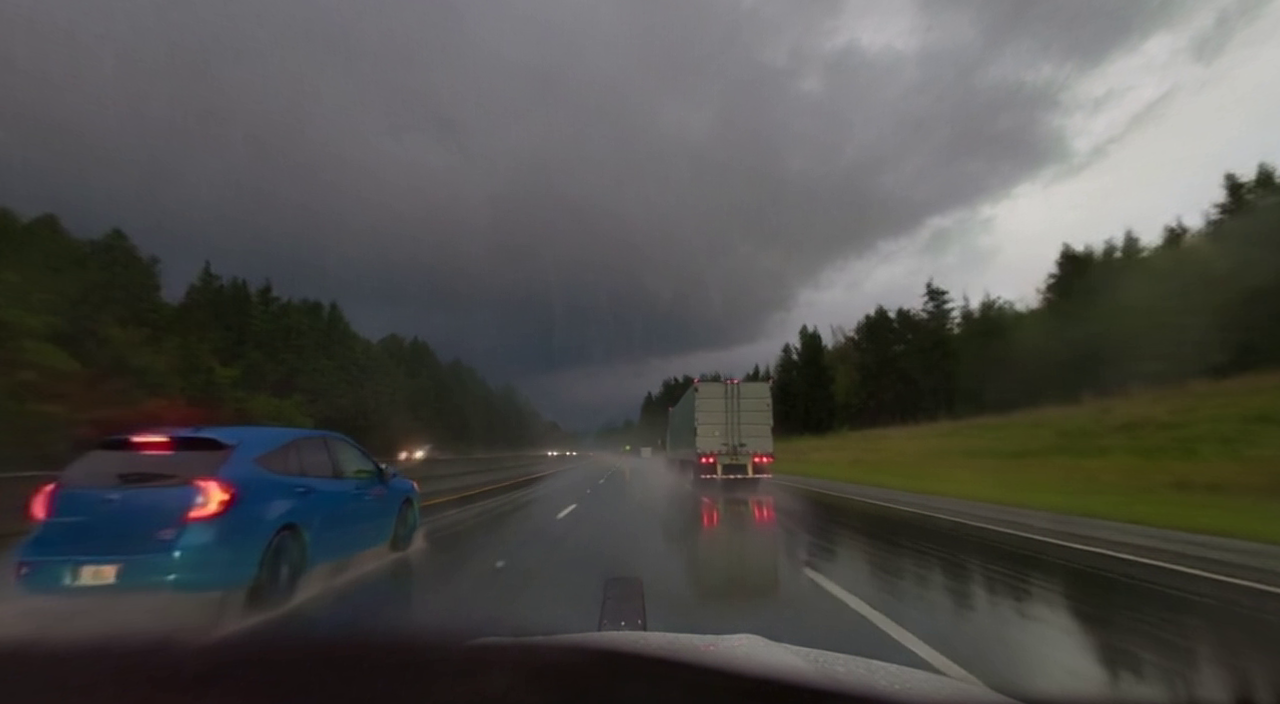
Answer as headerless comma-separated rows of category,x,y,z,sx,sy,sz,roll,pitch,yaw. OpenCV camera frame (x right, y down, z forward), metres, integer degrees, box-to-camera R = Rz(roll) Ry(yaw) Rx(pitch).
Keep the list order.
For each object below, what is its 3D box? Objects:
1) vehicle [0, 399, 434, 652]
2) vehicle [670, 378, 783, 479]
vehicle,-3.902,1.497,6.401,2.115,1.670,4.261,0,-9,1
vehicle,4.029,4.592,35.349,3.532,4.201,17.611,0,-9,-1
